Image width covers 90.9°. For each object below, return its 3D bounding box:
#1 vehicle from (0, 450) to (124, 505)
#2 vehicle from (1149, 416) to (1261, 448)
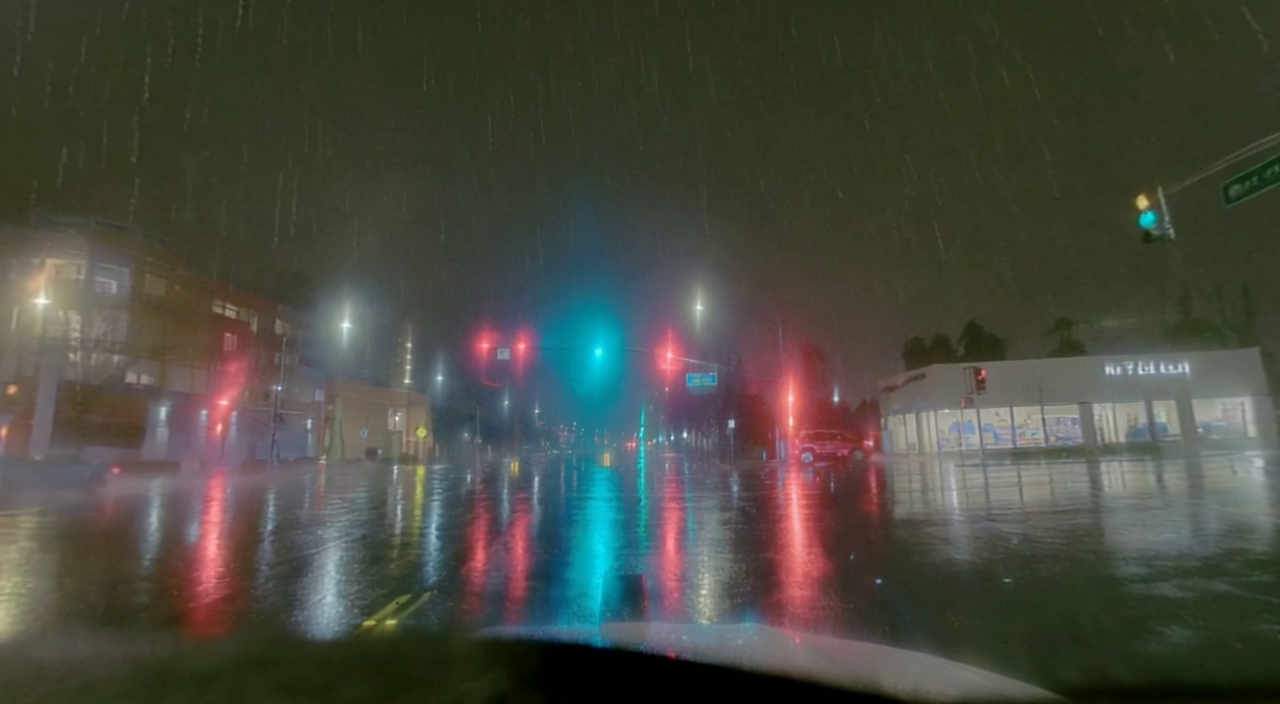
[{"bbox_3d":[-18.776,3.769,19.262,1.919,1.513,4.604,-1,-8,3],"label":"vehicle"},{"bbox_3d":[28.264,4.069,31.729,1.799,1.459,4.266,-1,-8,3],"label":"vehicle"}]
